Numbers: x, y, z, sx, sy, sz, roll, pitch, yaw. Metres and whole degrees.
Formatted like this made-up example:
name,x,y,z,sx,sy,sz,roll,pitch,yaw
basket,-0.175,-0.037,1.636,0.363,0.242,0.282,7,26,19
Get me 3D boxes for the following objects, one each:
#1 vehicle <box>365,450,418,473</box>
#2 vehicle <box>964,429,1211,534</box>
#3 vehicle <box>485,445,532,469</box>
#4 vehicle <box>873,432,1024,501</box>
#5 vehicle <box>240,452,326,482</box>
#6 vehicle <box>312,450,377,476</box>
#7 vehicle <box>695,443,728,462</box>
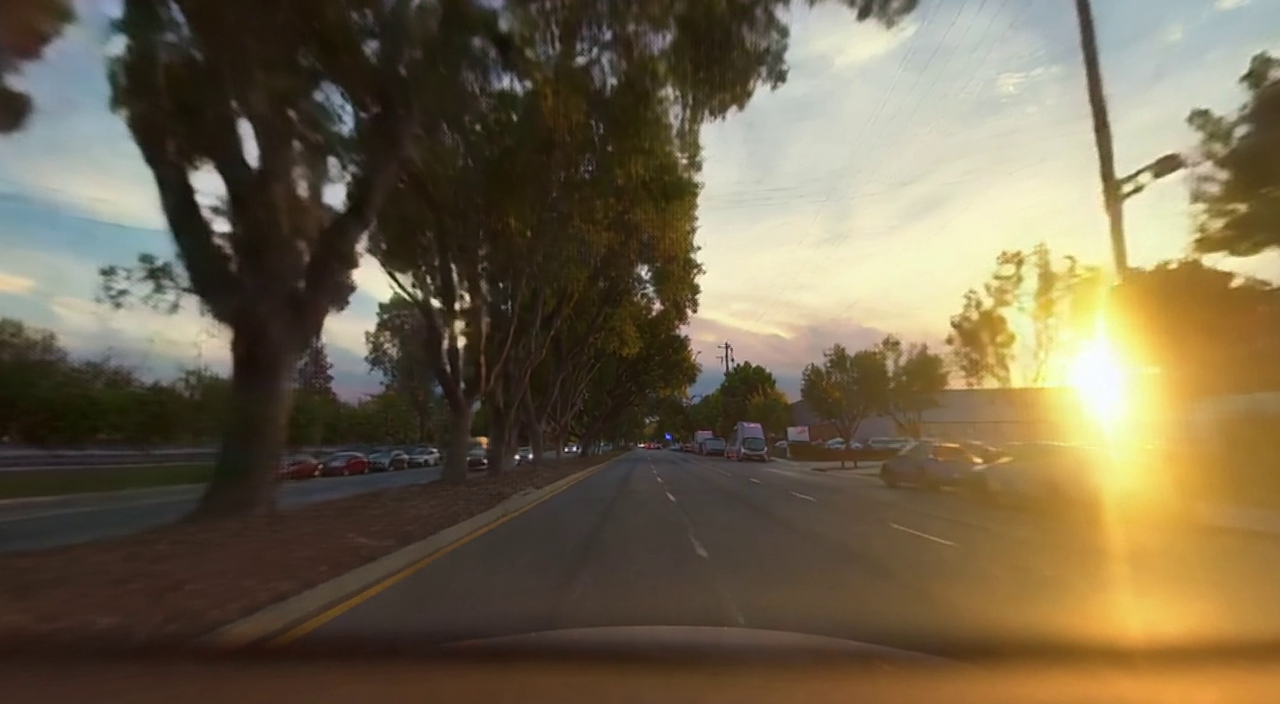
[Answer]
name,x,y,z,sx,sy,sz,roll,pitch,yaw
vehicle,-18.469,8.166,47.205,1.803,1.476,4.590,-2,-7,5
vehicle,9.311,2.695,13.803,1.994,1.738,4.622,5,-9,-1
vehicle,-8.364,6.698,40.619,1.926,1.447,4.547,0,-8,2
vehicle,9.437,3.533,19.906,2.303,1.761,4.689,4,-9,-2
vehicle,-19.253,6.197,34.373,1.890,1.468,4.727,0,-8,1
vehicle,-19.101,7.177,41.120,1.787,1.482,4.645,-1,-8,3
vehicle,5.550,7.805,49.301,1.972,1.417,4.239,0,-8,-1
